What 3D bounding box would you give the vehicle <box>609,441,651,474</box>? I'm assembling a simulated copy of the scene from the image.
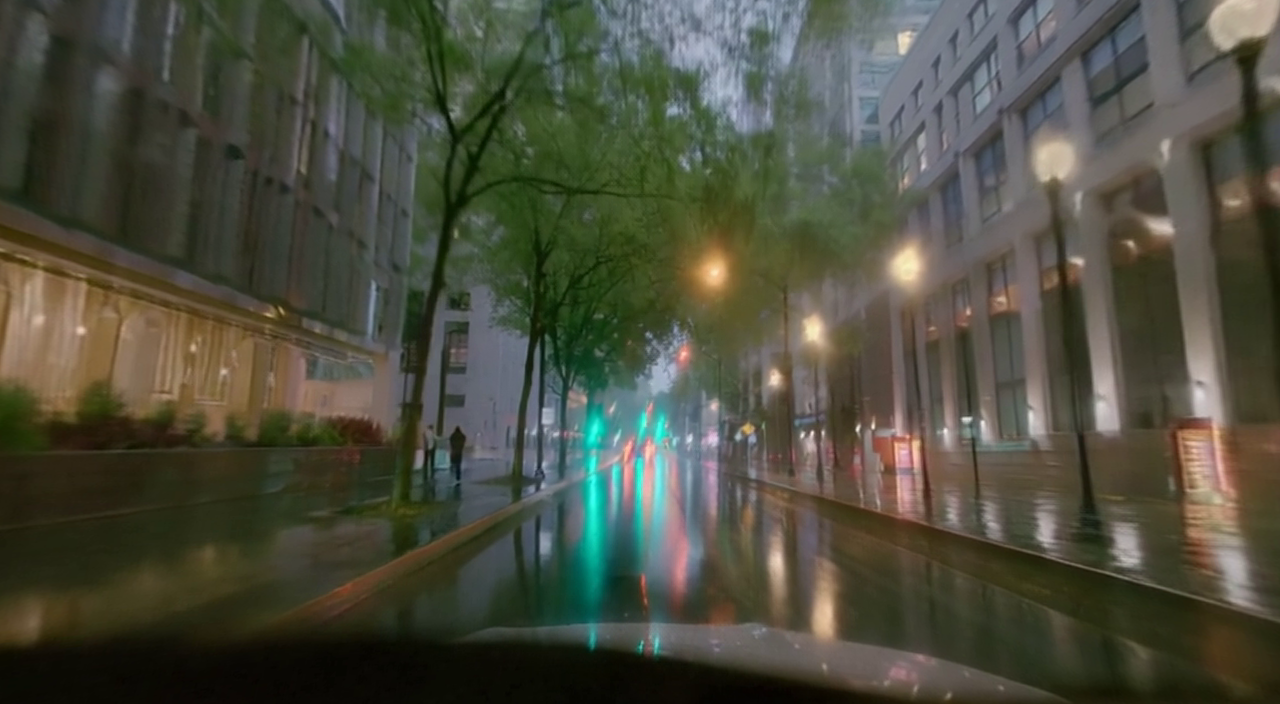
[{"bbox_3d":[-0.498,5.482,32.929,2.079,1.621,3.861,0,-8,-1],"label":"vehicle"}]
